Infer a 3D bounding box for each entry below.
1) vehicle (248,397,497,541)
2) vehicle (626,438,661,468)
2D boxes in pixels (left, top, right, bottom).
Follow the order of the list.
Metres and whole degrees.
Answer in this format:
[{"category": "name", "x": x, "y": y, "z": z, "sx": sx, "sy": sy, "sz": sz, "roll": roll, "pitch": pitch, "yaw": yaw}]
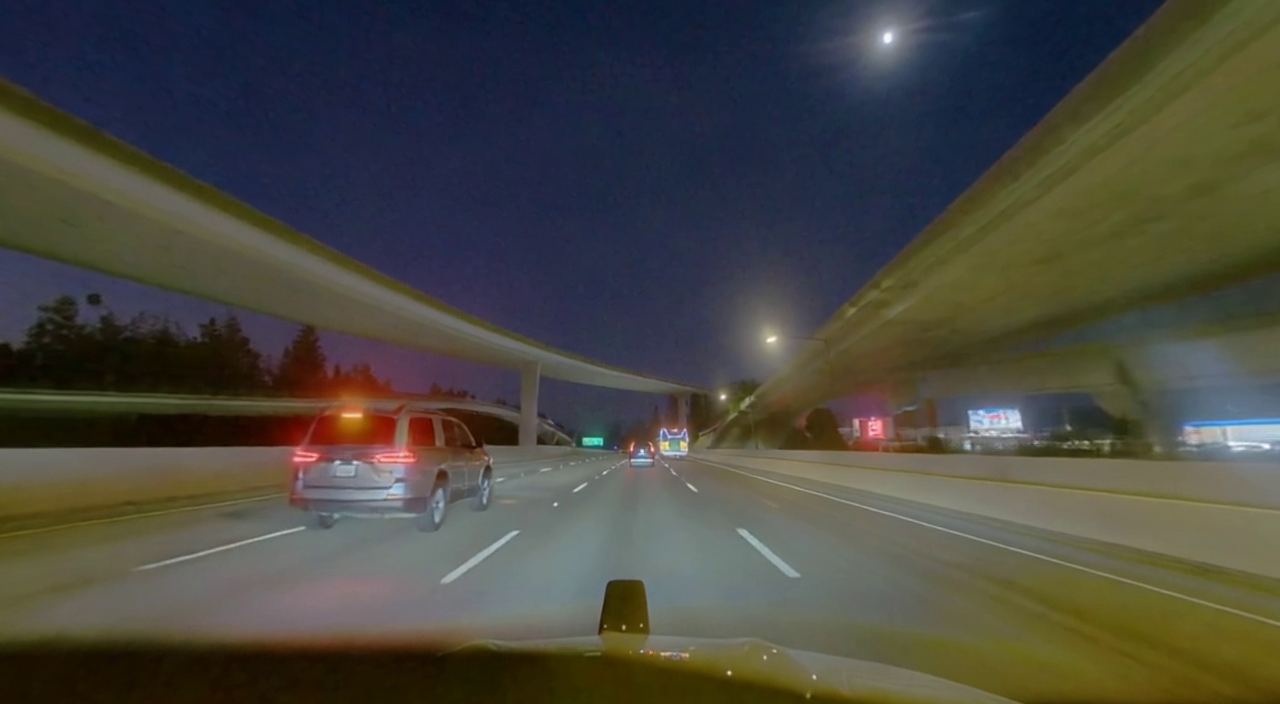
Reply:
[{"category": "vehicle", "x": -4.163, "y": 1.928, "z": 10.968, "sx": 2.147, "sy": 1.918, "sz": 4.834, "roll": 0, "pitch": -8, "yaw": 0}, {"category": "vehicle", "x": 0.210, "y": 6.291, "z": 39.362, "sx": 2.052, "sy": 1.711, "sz": 4.223, "roll": 0, "pitch": -8, "yaw": 0}]
